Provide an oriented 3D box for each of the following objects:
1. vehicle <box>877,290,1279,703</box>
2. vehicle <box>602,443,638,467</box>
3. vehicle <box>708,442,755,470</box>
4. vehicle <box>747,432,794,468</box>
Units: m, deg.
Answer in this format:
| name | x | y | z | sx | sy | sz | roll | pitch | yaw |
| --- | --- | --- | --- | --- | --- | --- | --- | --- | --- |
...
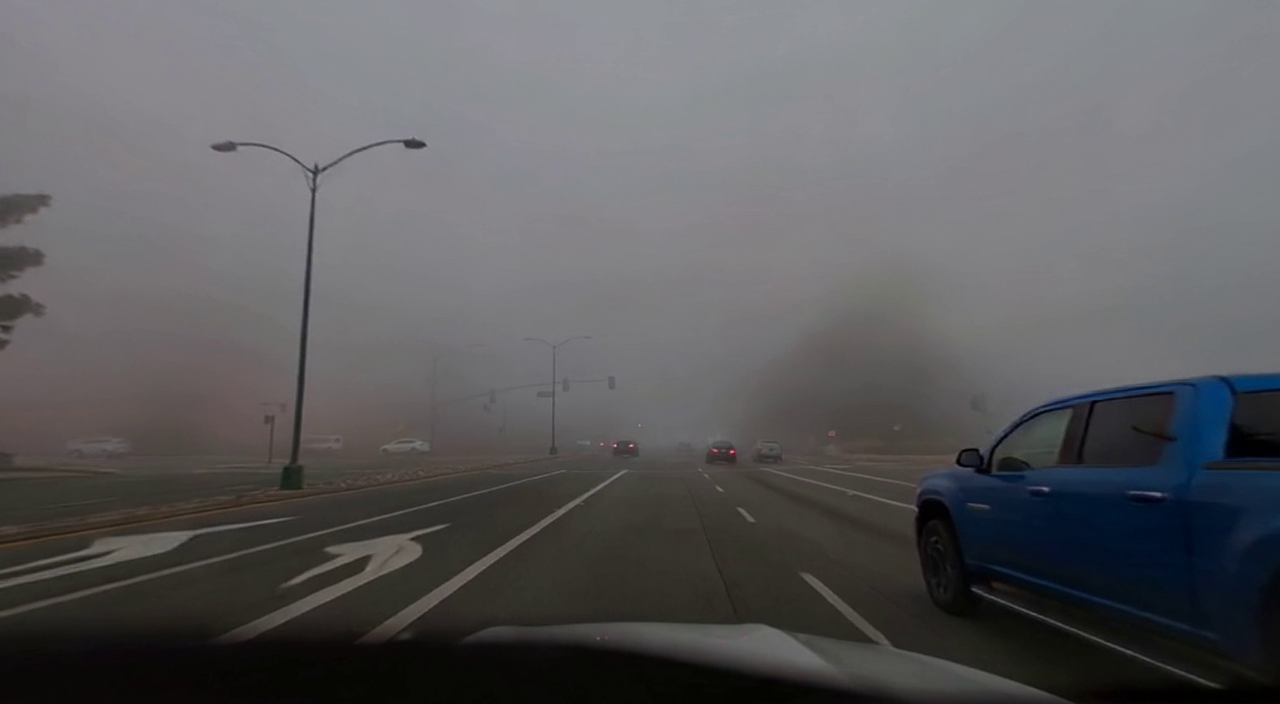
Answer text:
| name | x | y | z | sx | sy | sz | roll | pitch | yaw |
| --- | --- | --- | --- | --- | --- | --- | --- | --- | --- |
| vehicle | 3.279 | 0.782 | 2.673 | 2.333 | 1.777 | 5.713 | 0 | -9 | 0 |
| vehicle | -1.331 | 6.988 | 42.984 | 1.958 | 1.542 | 4.175 | -1 | -9 | 5 |
| vehicle | 5.443 | 6.288 | 38.223 | 2.292 | 1.563 | 4.734 | 0 | -8 | 2 |
| vehicle | 8.643 | 6.572 | 42.317 | 2.186 | 2.202 | 5.426 | -1 | -9 | 2 |
